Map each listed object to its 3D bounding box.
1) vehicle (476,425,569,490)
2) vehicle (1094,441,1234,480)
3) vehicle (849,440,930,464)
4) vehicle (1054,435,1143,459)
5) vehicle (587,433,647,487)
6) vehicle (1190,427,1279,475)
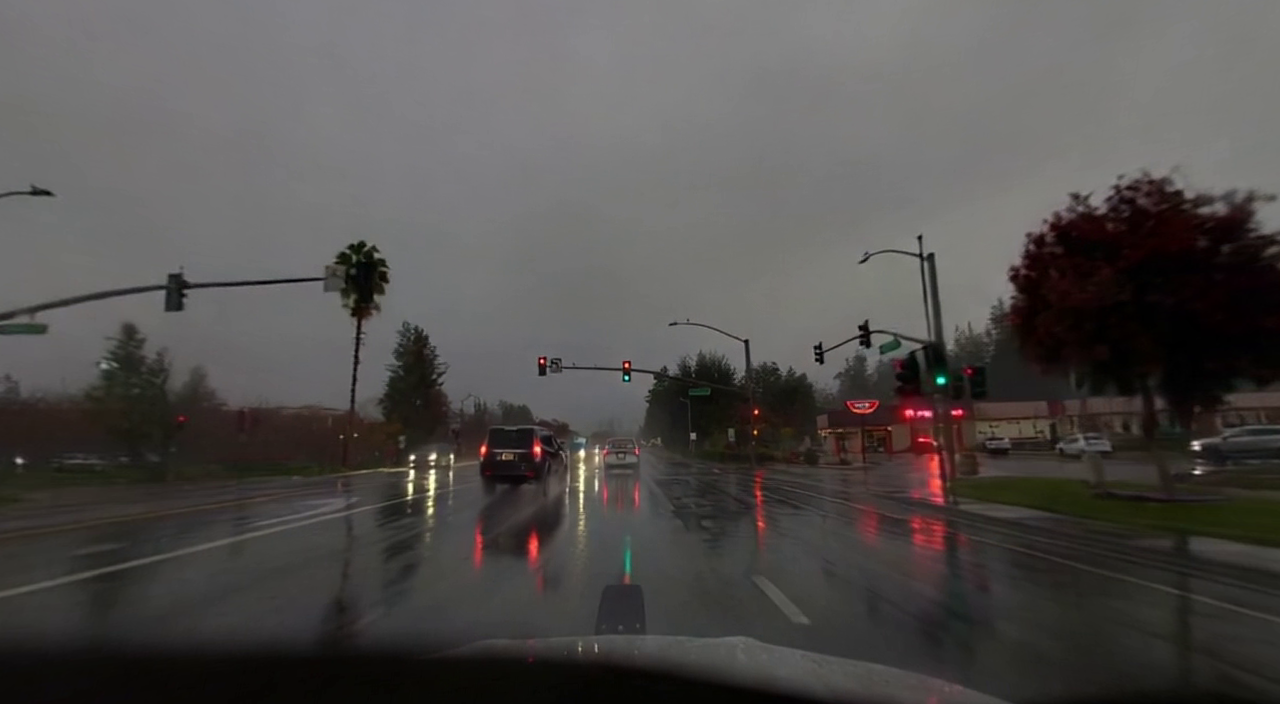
[{"bbox_3d":[-3.978,3.710,22.552,2.252,1.999,5.605,0,-8,0],"label":"vehicle"},{"bbox_3d":[21.674,4.484,26.228,4.317,1.430,1.782,-1,-8,-5],"label":"vehicle"},{"bbox_3d":[18.740,7.539,47.624,5.209,1.743,2.081,0,-9,-1],"label":"vehicle"},{"bbox_3d":[31.519,6.526,43.542,4.527,1.513,2.067,-1,-8,-2],"label":"vehicle"},{"bbox_3d":[-0.790,3.972,23.570,2.061,1.809,4.141,0,-8,0],"label":"vehicle"},{"bbox_3d":[26.708,4.095,26.560,5.039,1.877,2.076,-1,-8,0],"label":"vehicle"}]
